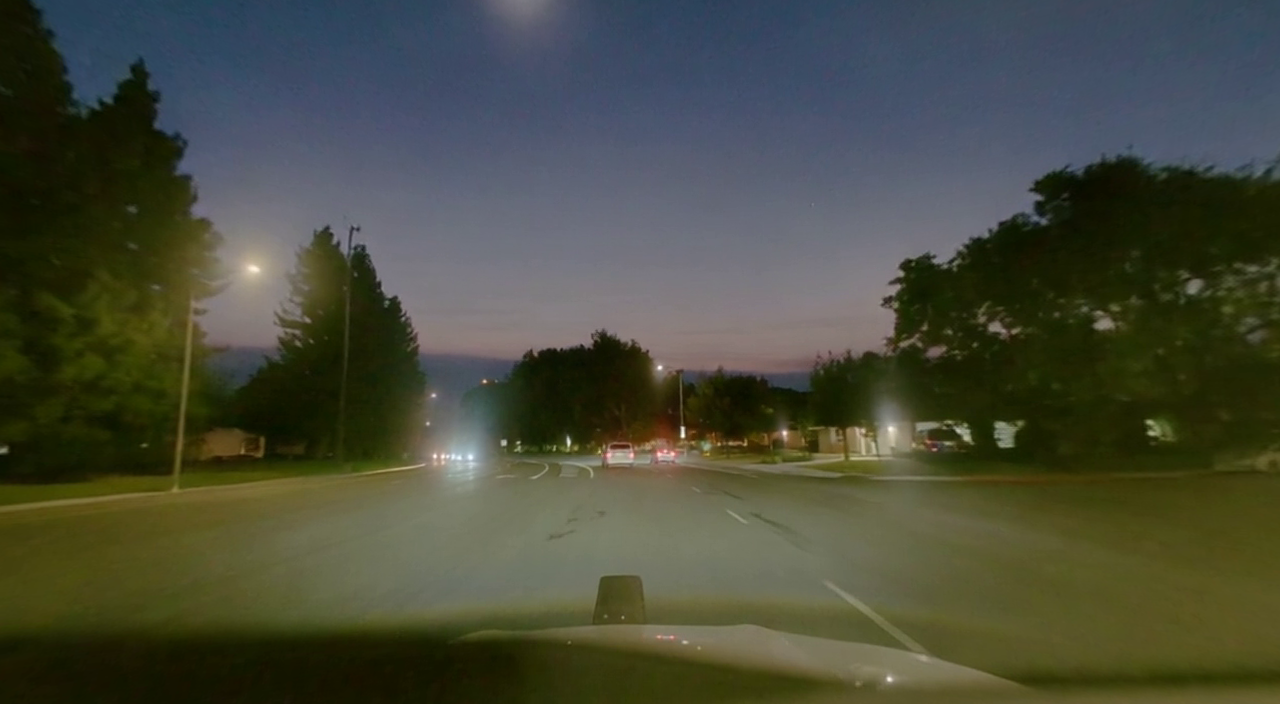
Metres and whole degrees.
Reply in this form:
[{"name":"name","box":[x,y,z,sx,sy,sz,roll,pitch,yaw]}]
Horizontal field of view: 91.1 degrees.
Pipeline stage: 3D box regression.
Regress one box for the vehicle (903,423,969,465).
[{"name":"vehicle","box":[14.958,4.653,31.761,2.666,1.892,5.391,-3,-9,25]}]

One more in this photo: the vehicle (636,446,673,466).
[{"name":"vehicle","box":[1.106,8.142,49.385,1.915,1.495,4.880,2,-8,-10]}]

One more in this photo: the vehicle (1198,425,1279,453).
[{"name":"vehicle","box":[35.659,5.007,36.043,1.847,1.578,4.998,7,-10,-36]}]

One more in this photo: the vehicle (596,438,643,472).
[{"name":"vehicle","box":[-1.238,5.784,35.486,2.165,1.783,4.391,2,-8,-8]}]

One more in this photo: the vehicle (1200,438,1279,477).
[{"name":"vehicle","box":[24.743,4.122,24.541,4.466,1.414,1.977,3,-9,-14]}]
